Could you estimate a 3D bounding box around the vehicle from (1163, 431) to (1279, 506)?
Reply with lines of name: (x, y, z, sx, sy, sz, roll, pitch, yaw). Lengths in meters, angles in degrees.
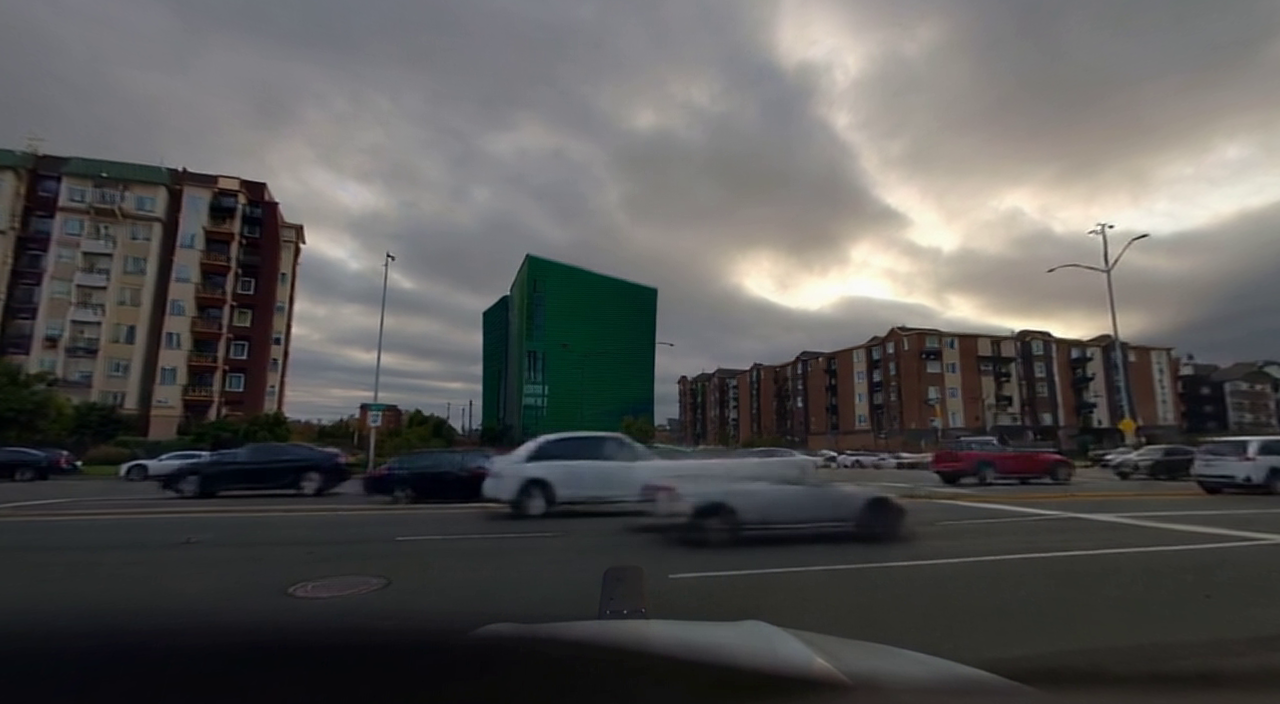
vehicle: (15.817, 2.885, 15.870, 4.011, 1.697, 1.857, 2, -9, -13)

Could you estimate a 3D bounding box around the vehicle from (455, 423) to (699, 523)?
vehicle: (-1.233, 2.271, 12.173, 4.284, 1.692, 2.031, 2, -9, -11)

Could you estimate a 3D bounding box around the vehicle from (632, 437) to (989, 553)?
vehicle: (2.381, 2.023, 9.457, 4.710, 1.444, 2.041, 2, -9, -11)

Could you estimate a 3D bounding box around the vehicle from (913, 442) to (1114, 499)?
vehicle: (10.530, 3.301, 17.891, 4.795, 1.465, 1.882, 2, -9, -12)

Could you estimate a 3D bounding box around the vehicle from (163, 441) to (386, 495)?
vehicle: (-10.666, 3.423, 18.818, 5.371, 1.488, 1.763, 2, -9, -10)
